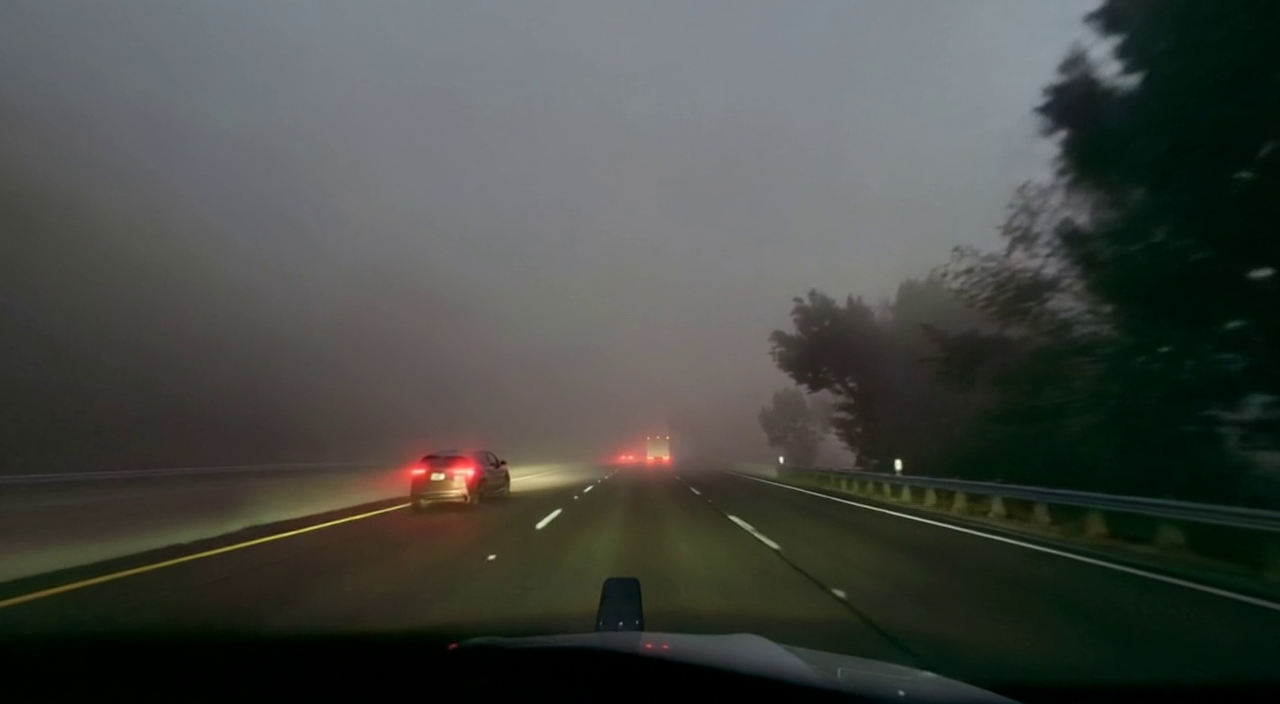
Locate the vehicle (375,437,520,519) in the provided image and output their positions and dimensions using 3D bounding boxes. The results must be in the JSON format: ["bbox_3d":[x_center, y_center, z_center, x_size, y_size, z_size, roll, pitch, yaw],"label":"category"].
[{"bbox_3d":[-4.164,2.787,14.454,2.035,1.595,4.022,0,-9,0],"label":"vehicle"}]
